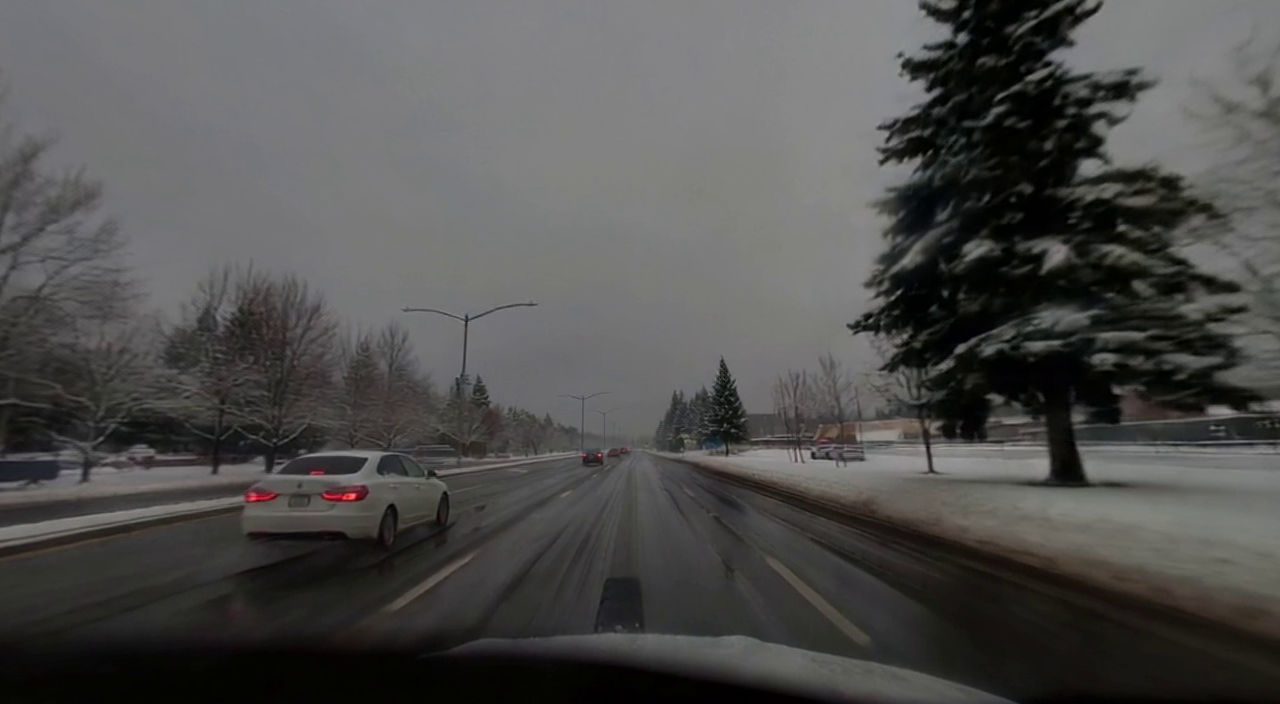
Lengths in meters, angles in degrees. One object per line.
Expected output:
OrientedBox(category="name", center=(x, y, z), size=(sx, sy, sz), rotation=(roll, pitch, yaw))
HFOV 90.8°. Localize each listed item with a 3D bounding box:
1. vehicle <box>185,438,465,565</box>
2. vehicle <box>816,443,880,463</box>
OrientedBox(category="vehicle", center=(-4.304, 2.090, 9.666), size=(2.003, 1.454, 4.484), rotation=(0, -9, 0))
OrientedBox(category="vehicle", center=(16.000, 7.798, 48.770), size=(4.197, 1.466, 1.930), rotation=(0, -9, -2))
